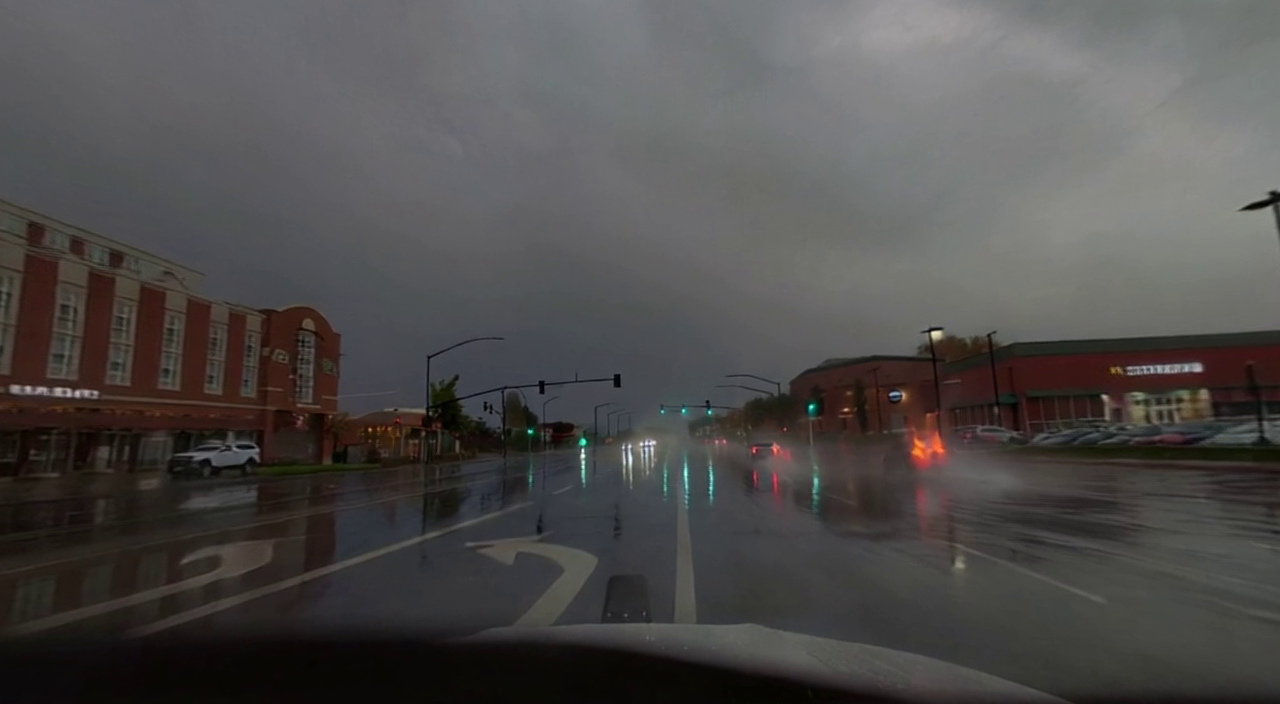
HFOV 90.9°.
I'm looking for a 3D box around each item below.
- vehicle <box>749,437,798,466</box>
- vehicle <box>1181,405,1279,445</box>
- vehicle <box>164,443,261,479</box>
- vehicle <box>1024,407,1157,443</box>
[{"bbox_3d":[7.481,5.618,35.651,2.038,1.528,4.259,-1,-9,3],"label":"vehicle"},{"bbox_3d":[28.800,3.475,29.880,4.326,1.788,1.984,-1,-9,2],"label":"vehicle"},{"bbox_3d":[-28.473,7.248,42.298,2.298,2.186,5.973,0,-9,1],"label":"vehicle"},{"bbox_3d":[29.745,4.887,41.845,6.608,2.249,2.726,-1,-9,2],"label":"vehicle"}]
